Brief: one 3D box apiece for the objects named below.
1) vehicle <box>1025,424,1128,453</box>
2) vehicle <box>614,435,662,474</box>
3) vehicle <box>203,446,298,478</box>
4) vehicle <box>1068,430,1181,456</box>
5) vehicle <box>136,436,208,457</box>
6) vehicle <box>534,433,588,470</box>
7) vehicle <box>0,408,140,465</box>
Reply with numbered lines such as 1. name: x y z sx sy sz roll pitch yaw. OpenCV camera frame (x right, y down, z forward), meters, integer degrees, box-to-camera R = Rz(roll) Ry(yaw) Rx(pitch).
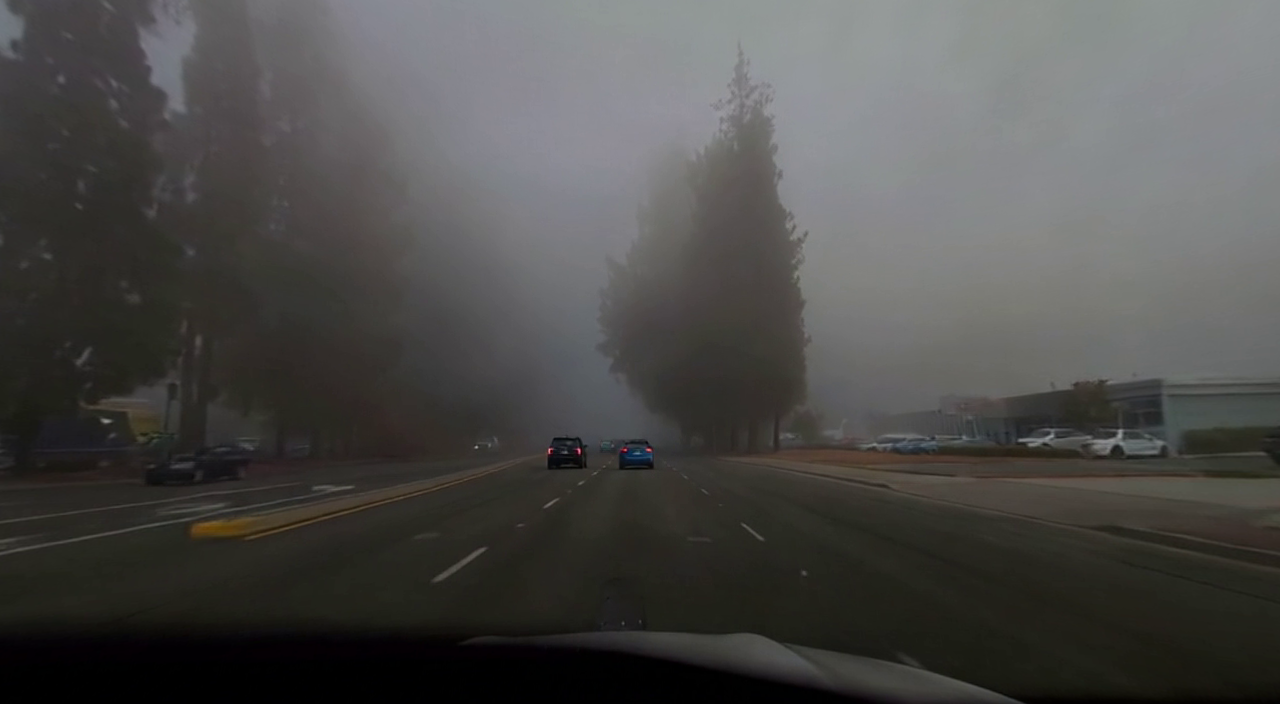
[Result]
1. vehicle: 30.399 6.041 43.828 5.405 1.896 2.219 0 -8 3
2. vehicle: -0.089 4.606 28.444 2.042 1.641 4.187 0 -8 0
3. vehicle: -19.901 5.623 32.343 1.994 1.475 4.521 0 -8 0
4. vehicle: 30.015 5.657 38.973 5.212 1.538 2.086 0 -8 1
5. vehicle: -35.872 7.276 48.160 3.993 1.552 1.863 0 -8 0
6. vehicle: -3.910 5.017 31.731 2.113 1.713 4.422 0 -8 0
7. vehicle: -35.112 5.104 37.743 7.444 3.245 2.697 0 -8 -2
